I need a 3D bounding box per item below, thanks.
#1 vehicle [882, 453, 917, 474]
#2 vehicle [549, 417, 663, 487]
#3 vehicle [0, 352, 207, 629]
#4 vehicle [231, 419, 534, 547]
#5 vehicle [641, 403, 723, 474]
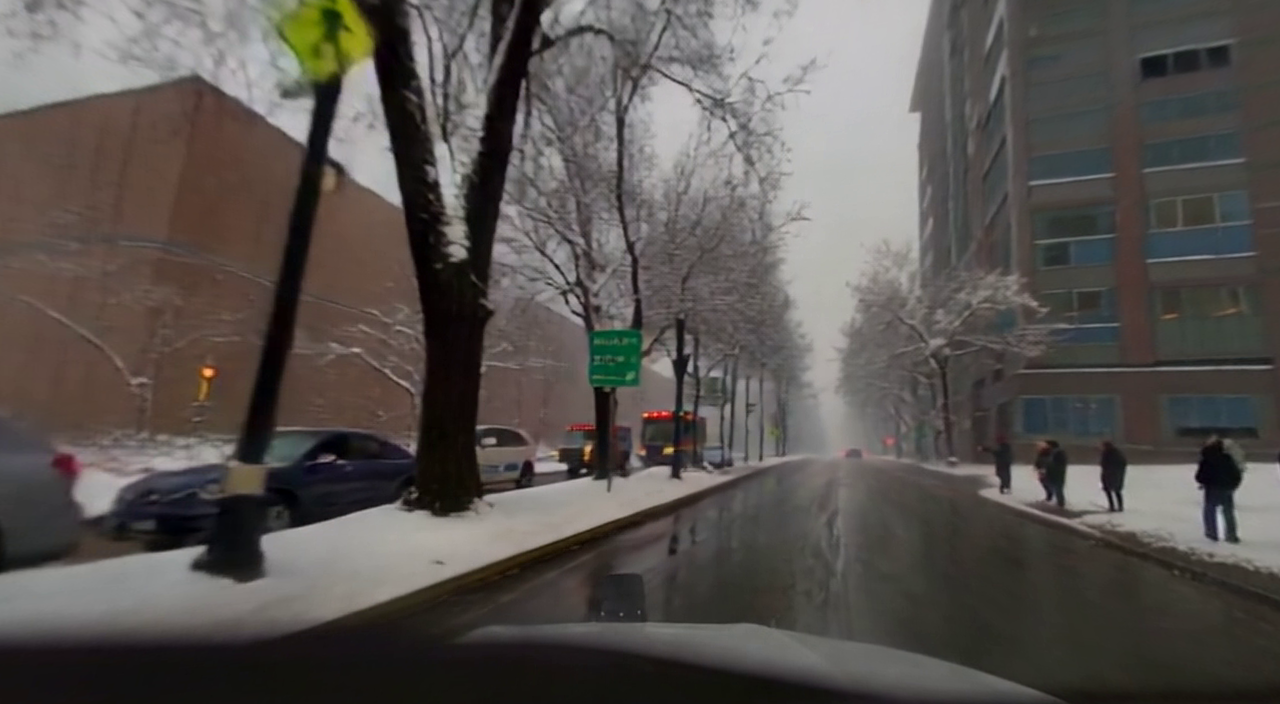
[{"bbox_3d":[20.013,8.582,48.850,1.888,1.536,4.381,-2,-9,15],"label":"vehicle"},{"bbox_3d":[-0.864,3.049,19.328,1.988,1.855,4.599,-3,-9,17],"label":"vehicle"},{"bbox_3d":[-5.508,0.794,3.434,2.053,1.798,4.841,-3,-9,17],"label":"vehicle"},{"bbox_3d":[-3.571,1.919,9.938,1.826,1.488,4.628,-3,-9,17],"label":"vehicle"},{"bbox_3d":[1.958,3.769,27.255,2.268,2.708,5.699,-3,-9,17],"label":"vehicle"}]
